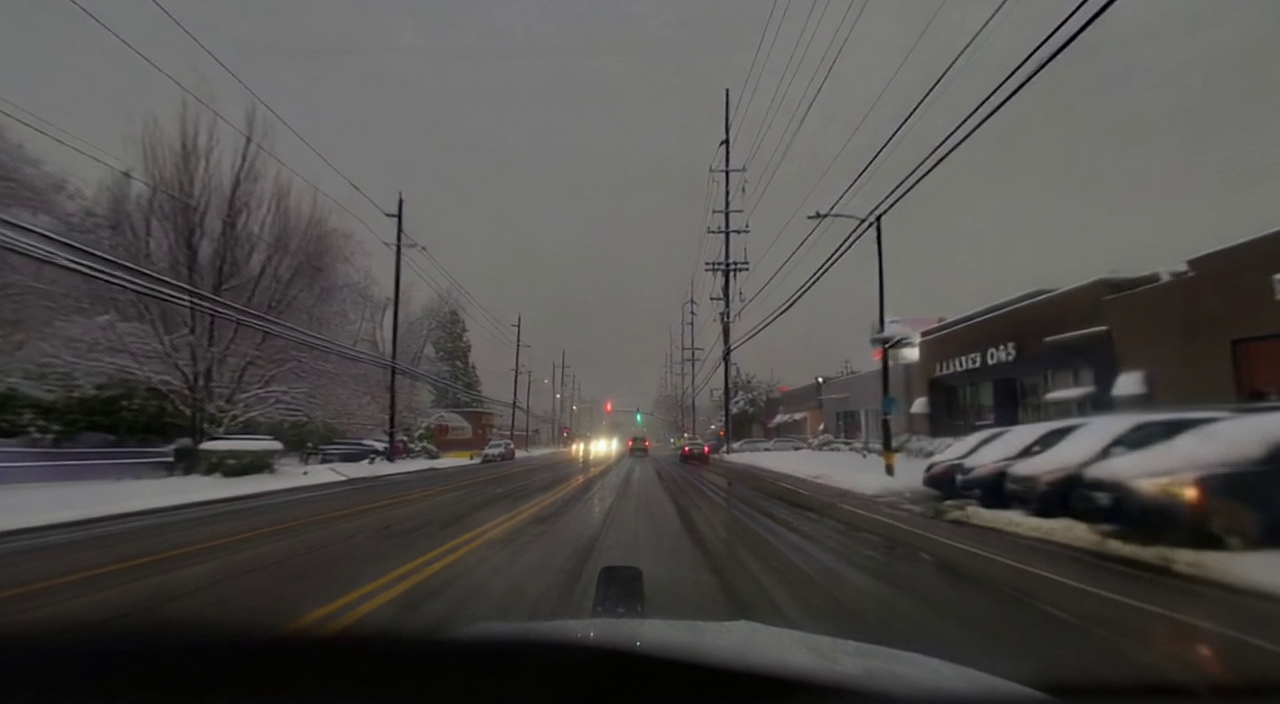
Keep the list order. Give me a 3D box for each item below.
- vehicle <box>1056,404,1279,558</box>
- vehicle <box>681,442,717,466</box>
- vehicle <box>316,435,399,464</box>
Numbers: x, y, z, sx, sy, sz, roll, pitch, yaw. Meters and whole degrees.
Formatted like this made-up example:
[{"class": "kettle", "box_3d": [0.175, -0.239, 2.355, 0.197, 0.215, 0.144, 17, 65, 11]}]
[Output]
[{"class": "vehicle", "box_3d": [10.120, 1.874, 9.620, 5.771, 2.013, 2.414, 0, -8, 1]}, {"class": "vehicle", "box_3d": [3.837, 6.718, 41.854, 1.926, 1.482, 4.442, 0, -9, -1]}, {"class": "vehicle", "box_3d": [-18.351, 6.371, 41.210, 4.455, 1.772, 2.048, 1, -9, -3]}]
